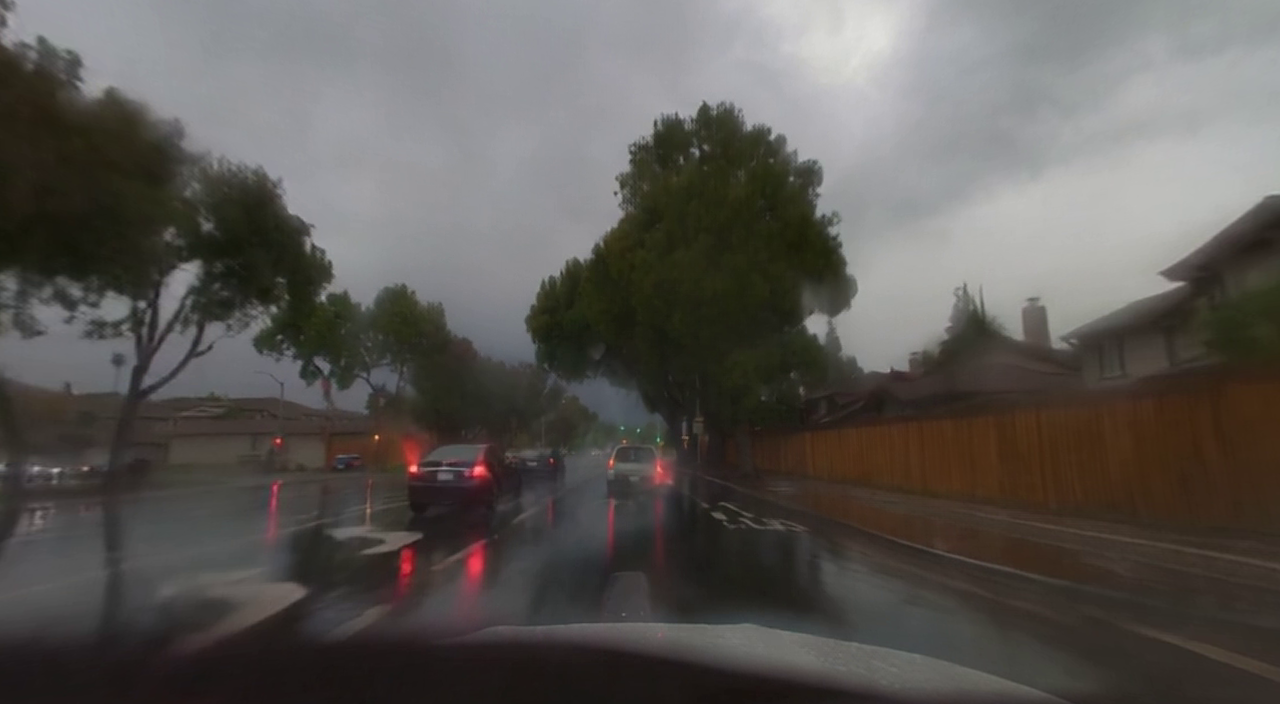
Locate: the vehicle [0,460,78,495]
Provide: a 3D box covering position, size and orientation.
[{"bbox_3d":[-32.019,6.340,31.762,4.724,1.597,2.191,2,-9,-14],"label":"vehicle"}]

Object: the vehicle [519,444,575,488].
[{"bbox_3d":[-3.536,4.401,24.527,1.986,1.561,3.805,1,-9,-6],"label":"vehicle"}]

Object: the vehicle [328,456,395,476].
[{"bbox_3d":[-21.599,8.824,48.715,4.197,1.447,2.071,-1,-9,9],"label":"vehicle"}]

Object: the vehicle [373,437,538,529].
[{"bbox_3d":[-3.797,2.752,14.058,2.067,1.546,4.988,2,-7,1],"label":"vehicle"}]

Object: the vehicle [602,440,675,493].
[{"bbox_3d":[-0.135,3.902,21.798,2.290,1.653,4.127,0,-9,-2],"label":"vehicle"}]
